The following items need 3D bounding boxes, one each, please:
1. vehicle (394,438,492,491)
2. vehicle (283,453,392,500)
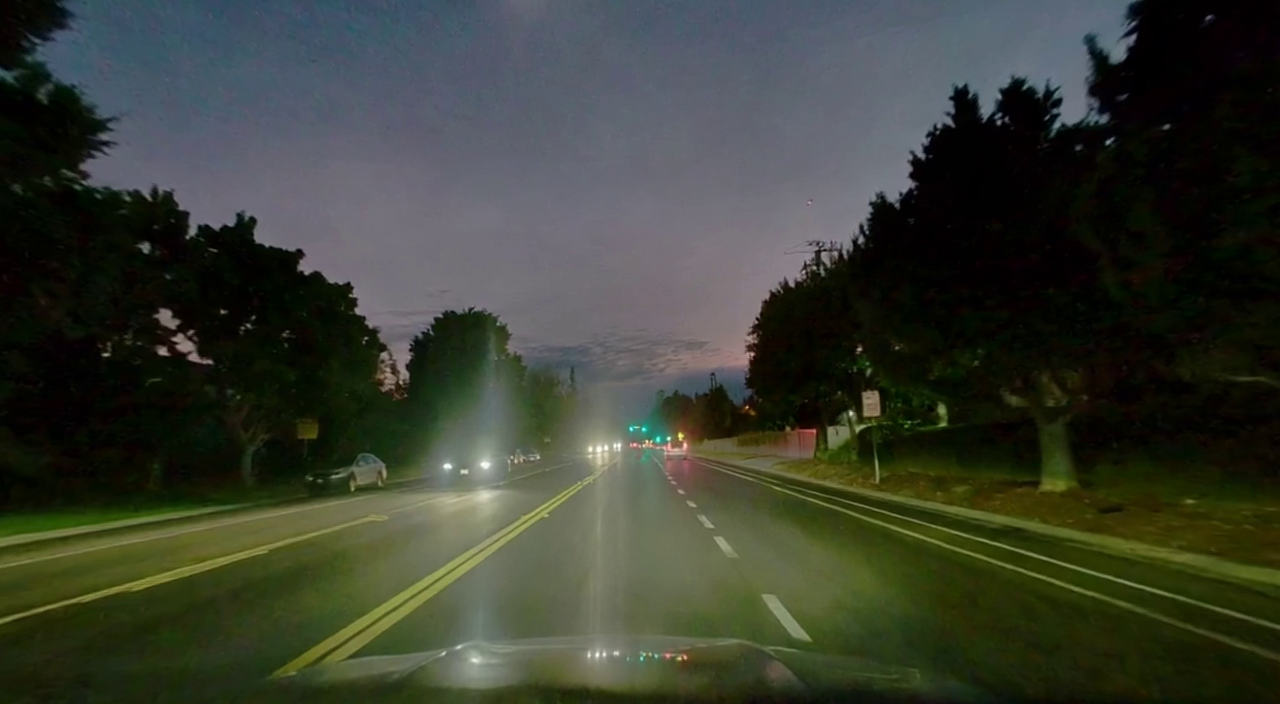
[{"bbox_3d":[-6.838,3.950,22.517,1.944,1.655,4.607,0,-9,1],"label":"vehicle"},{"bbox_3d":[-12.042,4.963,25.607,1.977,1.678,4.694,0,-9,2],"label":"vehicle"}]
